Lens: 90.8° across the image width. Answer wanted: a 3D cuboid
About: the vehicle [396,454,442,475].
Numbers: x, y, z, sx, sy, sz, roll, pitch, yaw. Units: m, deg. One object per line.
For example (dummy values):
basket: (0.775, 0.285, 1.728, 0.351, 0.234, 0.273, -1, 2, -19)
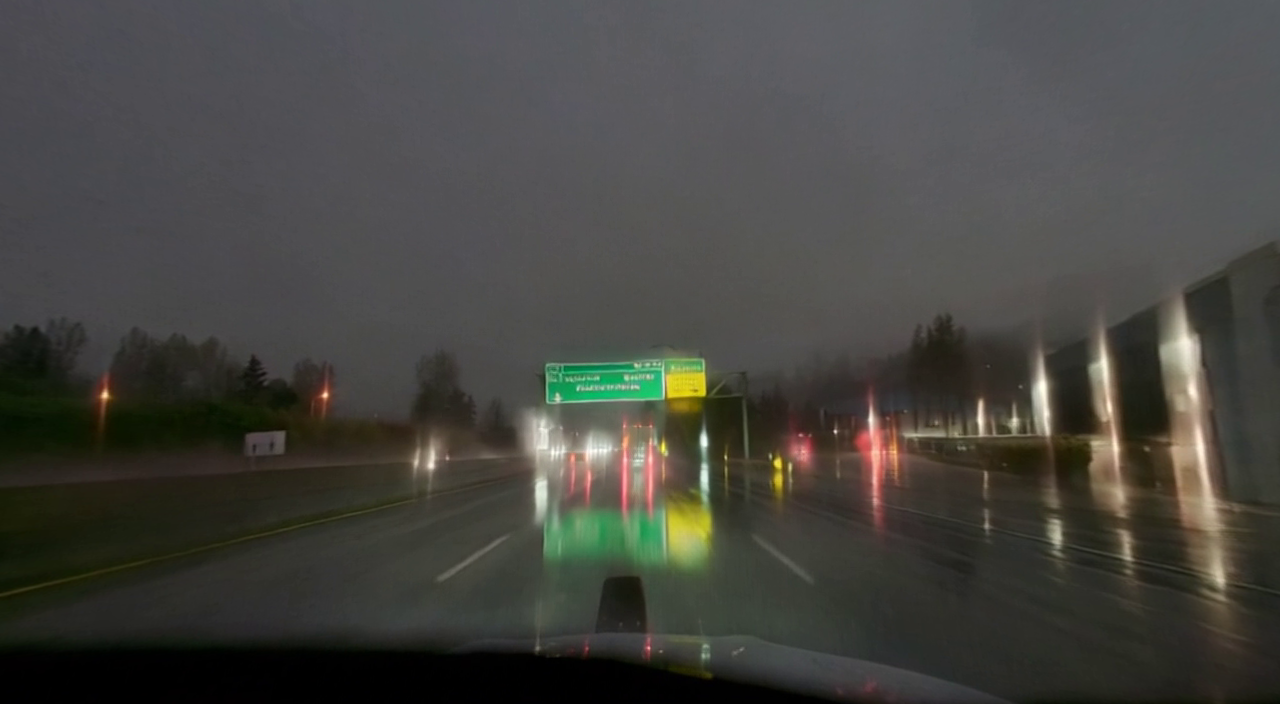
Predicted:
vehicle: (-16.948, 8.628, 48.549, 1.838, 1.473, 4.371, 0, -9, 1)
